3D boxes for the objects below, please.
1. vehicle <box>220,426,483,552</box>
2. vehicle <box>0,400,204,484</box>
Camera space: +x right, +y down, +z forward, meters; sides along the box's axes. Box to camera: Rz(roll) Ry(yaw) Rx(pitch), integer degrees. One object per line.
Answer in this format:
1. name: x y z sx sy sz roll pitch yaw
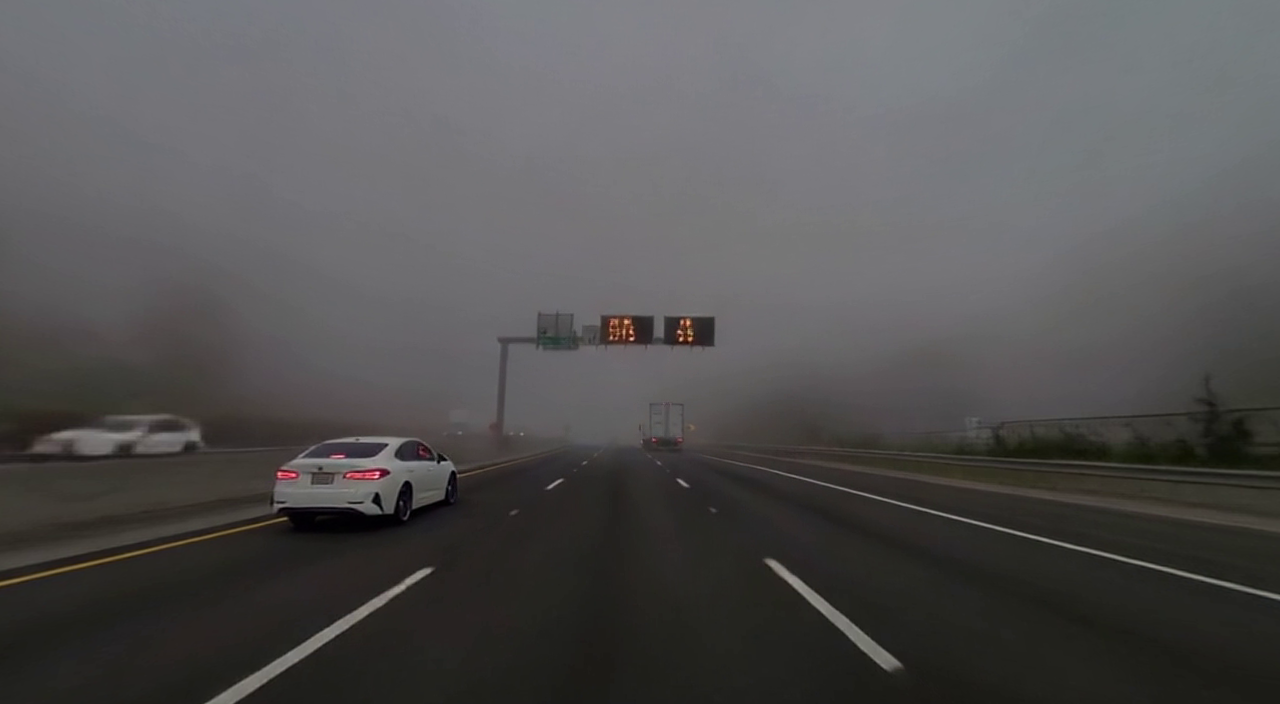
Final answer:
1. vehicle: -3.916 1.886 9.584 1.971 1.444 4.401 0 -8 -1
2. vehicle: -11.923 1.878 13.314 2.086 1.449 4.745 0 -8 -1
